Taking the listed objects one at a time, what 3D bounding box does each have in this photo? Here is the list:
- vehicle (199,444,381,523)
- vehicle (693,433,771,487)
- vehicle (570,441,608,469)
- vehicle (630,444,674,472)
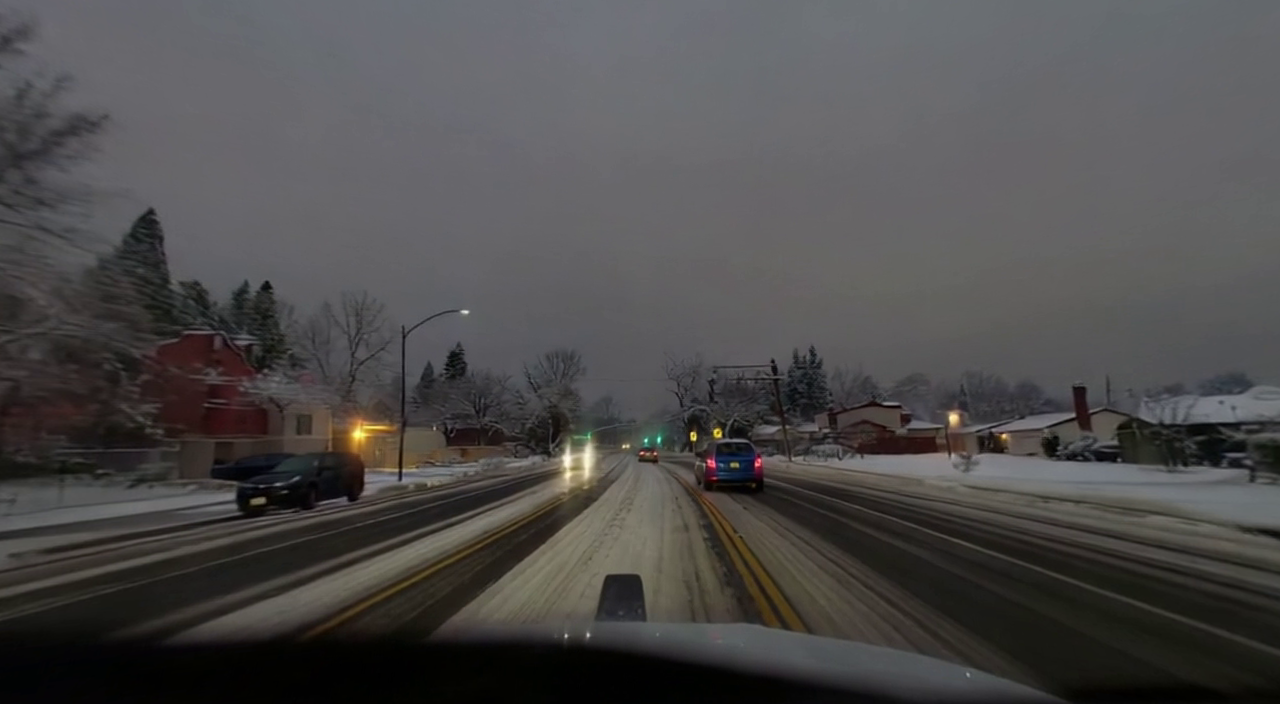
[{"bbox_3d":[-9.033,3.384,16.908,2.188,1.813,4.478,0,-8,1],"label":"vehicle"},{"bbox_3d":[3.259,3.947,23.381,2.200,1.763,4.676,0,-8,0],"label":"vehicle"},{"bbox_3d":[-3.429,7.059,43.445,2.091,1.811,4.651,0,-9,2],"label":"vehicle"},{"bbox_3d":[0.596,5.828,34.904,2.196,1.449,4.006,0,-9,-2],"label":"vehicle"}]
